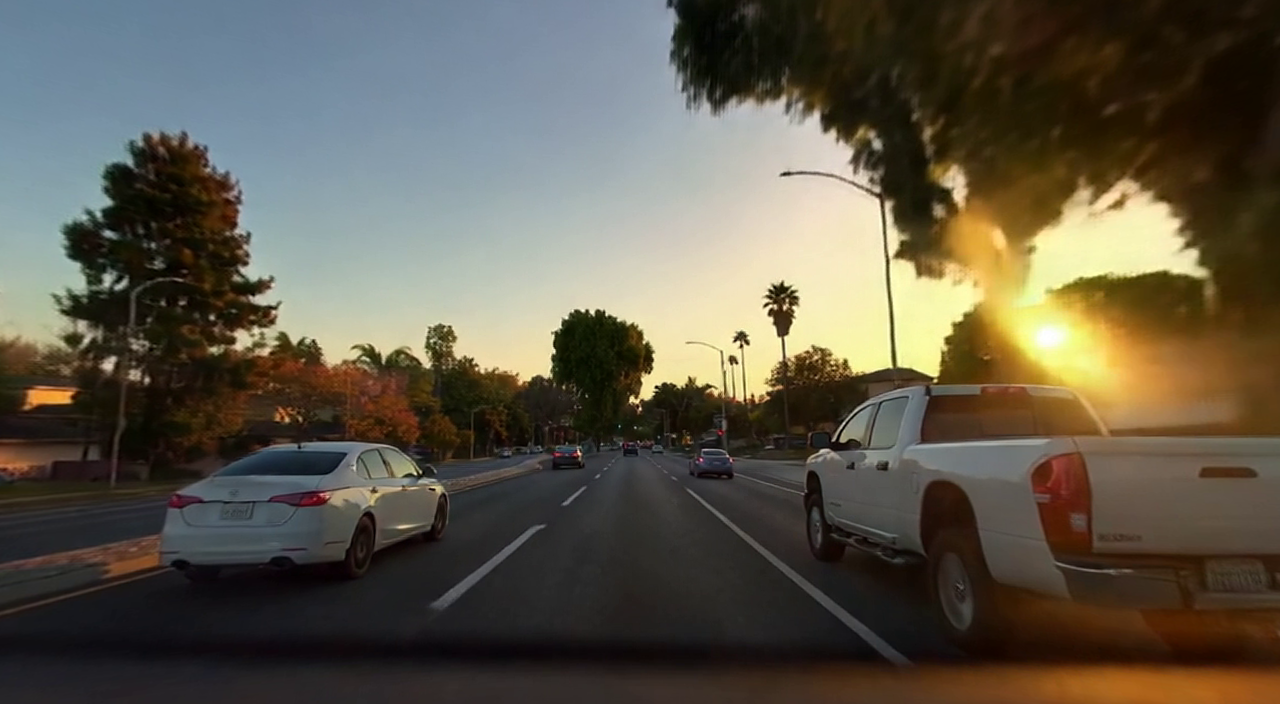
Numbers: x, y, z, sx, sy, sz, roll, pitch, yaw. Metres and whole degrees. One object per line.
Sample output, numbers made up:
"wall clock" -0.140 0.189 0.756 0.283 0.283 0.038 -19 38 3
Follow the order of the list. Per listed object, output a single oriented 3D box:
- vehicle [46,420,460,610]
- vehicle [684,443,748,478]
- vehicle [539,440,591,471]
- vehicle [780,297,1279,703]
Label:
"vehicle" -3.742 1.643 7.310 2.094 1.509 4.286 0 -9 0
"vehicle" 3.324 4.879 28.611 2.149 1.421 4.805 0 -9 -2
"vehicle" -4.002 5.610 34.347 2.263 1.548 4.555 0 -9 0
"vehicle" 3.237 1.156 5.829 2.478 2.030 5.723 0 -9 -1
